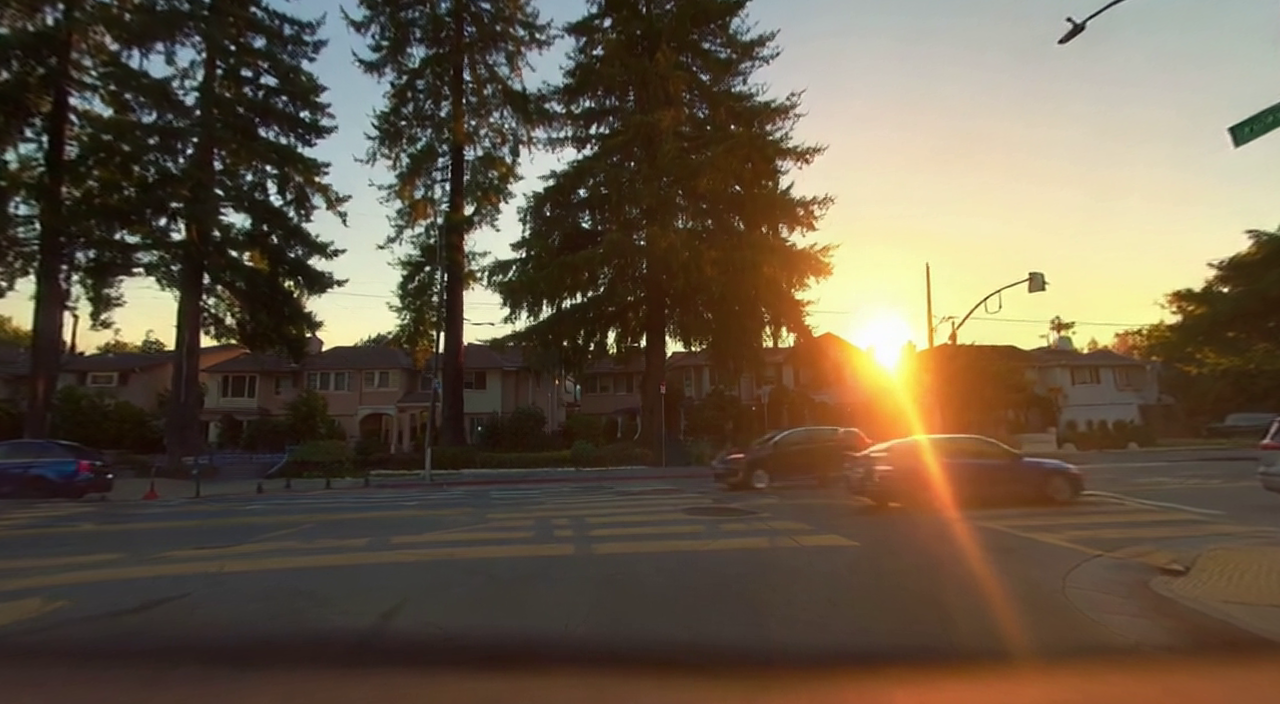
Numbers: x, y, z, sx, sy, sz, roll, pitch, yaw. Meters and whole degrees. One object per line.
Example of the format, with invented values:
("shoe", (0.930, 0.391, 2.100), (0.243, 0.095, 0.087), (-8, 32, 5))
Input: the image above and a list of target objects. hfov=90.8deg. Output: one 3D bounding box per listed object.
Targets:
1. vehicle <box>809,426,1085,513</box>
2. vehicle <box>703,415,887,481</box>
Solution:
("vehicle", (5.726, 2.155, 11.945), (4.517, 1.419, 1.836), (2, -9, -16))
("vehicle", (4.546, 2.837, 18.791), (4.882, 1.783, 2.093), (2, -9, -16))
